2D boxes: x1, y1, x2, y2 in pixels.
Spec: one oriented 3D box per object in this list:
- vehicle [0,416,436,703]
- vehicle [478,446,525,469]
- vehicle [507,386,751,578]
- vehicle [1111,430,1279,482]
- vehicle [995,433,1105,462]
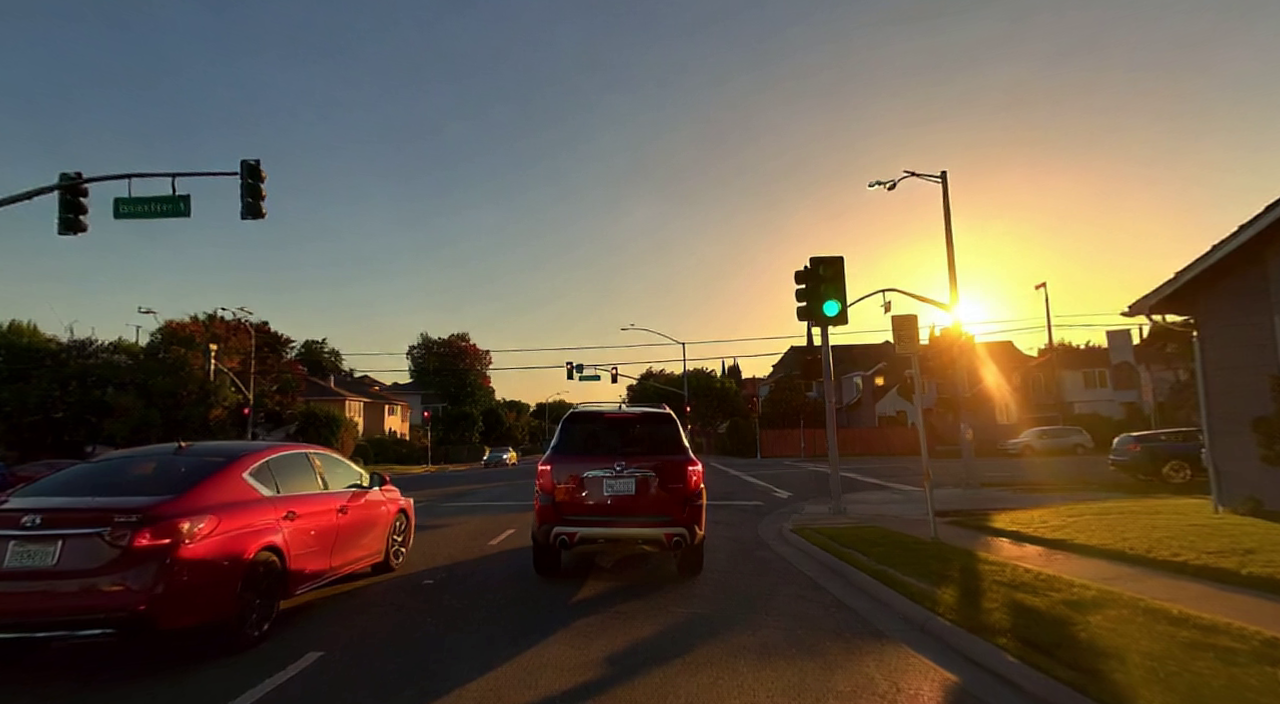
[{"bbox_3d":[-3.323,1.349,5.051,1.934,1.459,4.368,0,-8,0],"label":"vehicle"},{"bbox_3d":[-9.429,7.190,43.352,2.028,1.474,4.637,-1,-8,2],"label":"vehicle"},{"bbox_3d":[-0.172,1.616,8.617,2.396,1.881,4.606,0,-8,-2],"label":"vehicle"},{"bbox_3d":[17.226,3.067,18.775,4.715,1.439,1.874,-2,-9,14],"label":"vehicle"},{"bbox_3d":[21.348,5.001,33.109,4.353,1.431,1.876,-2,-9,14],"label":"vehicle"}]
